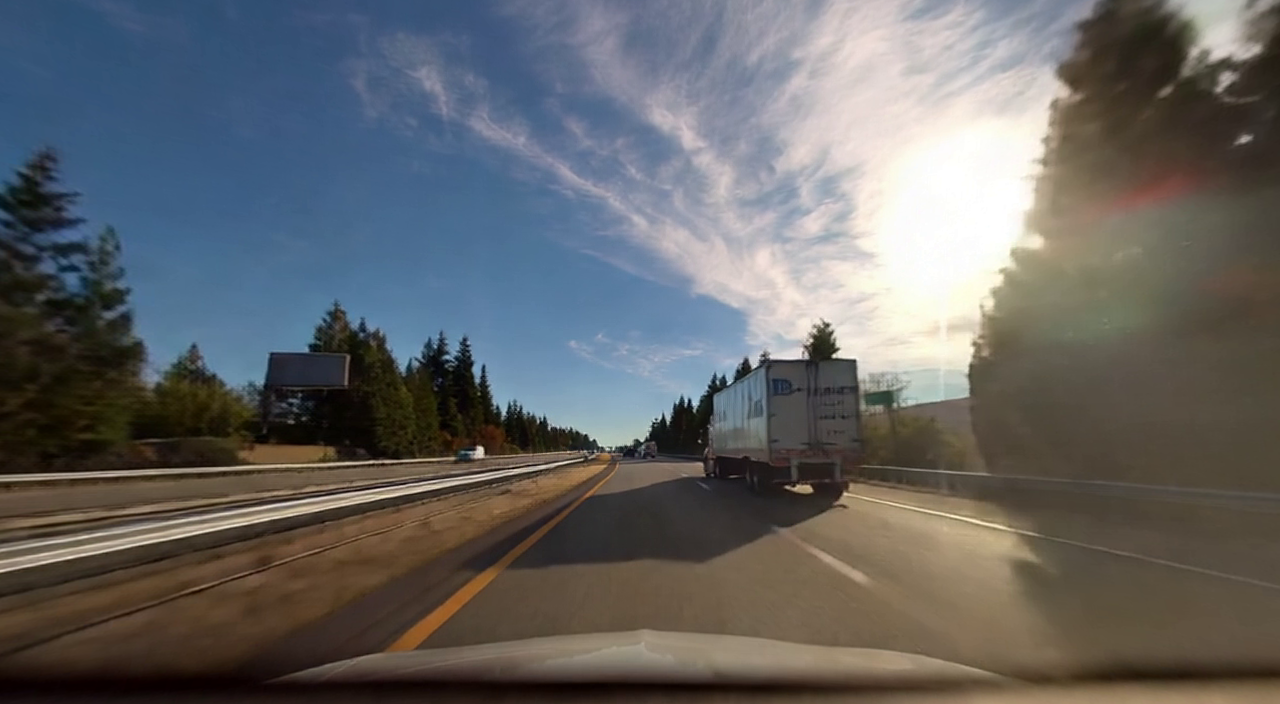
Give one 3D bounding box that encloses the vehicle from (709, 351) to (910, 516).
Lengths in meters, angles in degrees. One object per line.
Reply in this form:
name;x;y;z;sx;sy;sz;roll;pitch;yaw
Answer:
vehicle;4.152;2.574;18.992;2.876;3.419;11.591;0;-9;0
